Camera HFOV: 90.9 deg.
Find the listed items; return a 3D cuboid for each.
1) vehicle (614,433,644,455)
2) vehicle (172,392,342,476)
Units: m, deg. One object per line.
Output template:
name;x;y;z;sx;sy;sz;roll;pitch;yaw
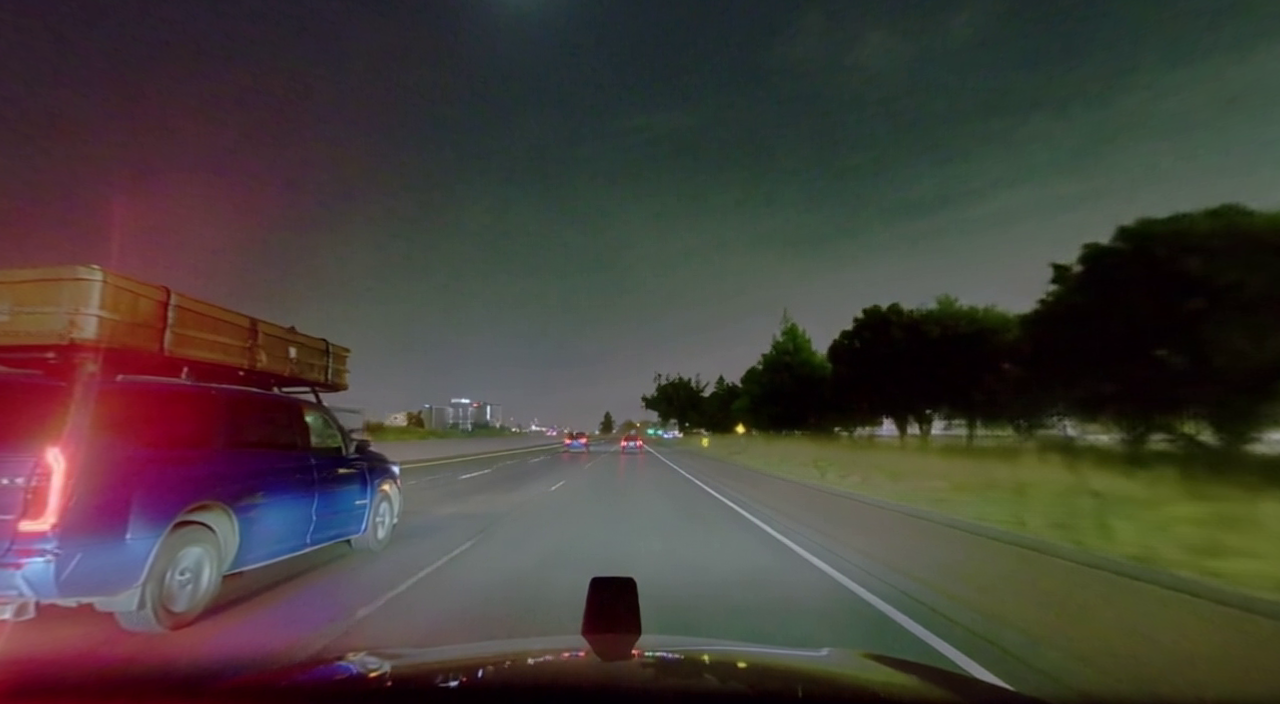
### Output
vehicle;-0.828;6.963;47.825;2.151;1.618;3.898;0;-8;-1
vehicle;-16.983;3.768;28.829;2.817;3.312;7.812;0;-8;0
